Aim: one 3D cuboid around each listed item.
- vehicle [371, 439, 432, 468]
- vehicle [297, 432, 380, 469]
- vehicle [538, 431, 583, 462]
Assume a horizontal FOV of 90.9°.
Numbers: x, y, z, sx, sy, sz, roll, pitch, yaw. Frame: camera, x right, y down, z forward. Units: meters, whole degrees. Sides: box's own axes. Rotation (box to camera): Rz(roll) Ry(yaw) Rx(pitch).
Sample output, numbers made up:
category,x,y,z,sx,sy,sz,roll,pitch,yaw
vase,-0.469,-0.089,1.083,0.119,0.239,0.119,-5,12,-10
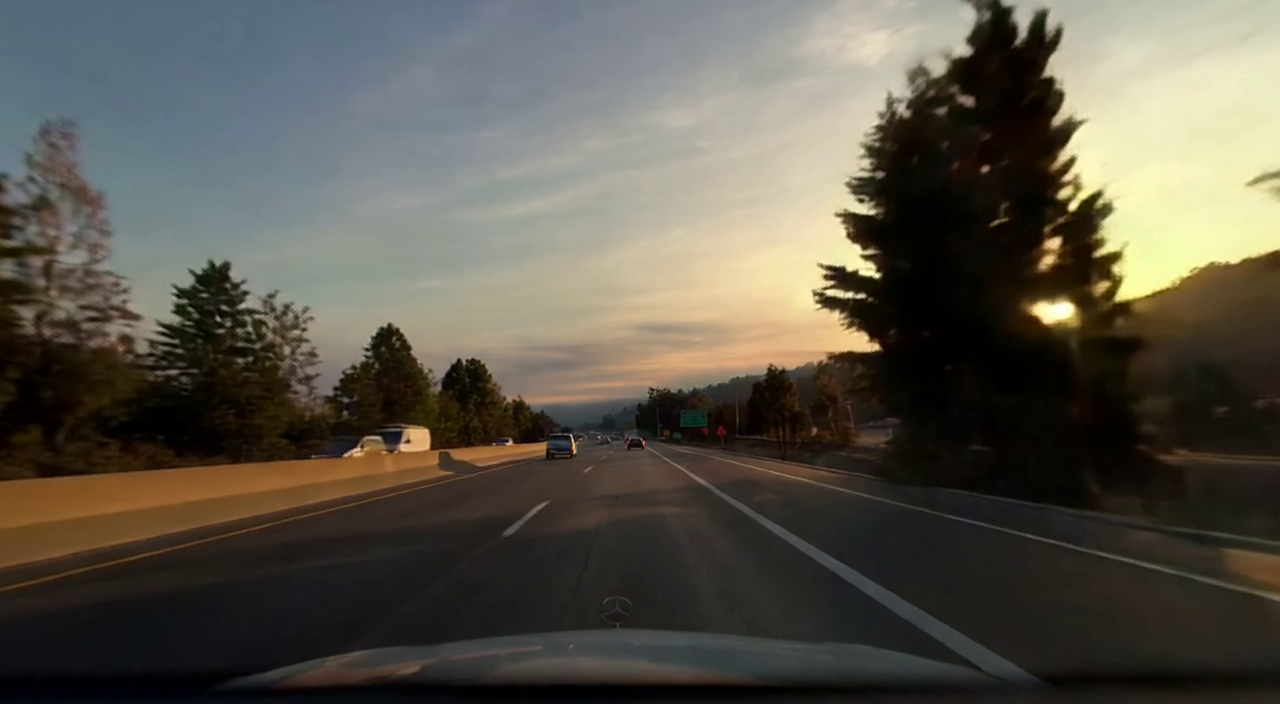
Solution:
category,x,y,z,sx,sy,sz,roll,pitch,yaw
vehicle,-12.436,5.302,33.128,1.722,1.399,3.905,0,-8,-1
vehicle,-16.491,5.384,34.848,2.138,1.885,5.109,0,-8,-1
vehicle,-4.377,5.261,35.362,2.003,1.626,4.256,0,-8,-1
